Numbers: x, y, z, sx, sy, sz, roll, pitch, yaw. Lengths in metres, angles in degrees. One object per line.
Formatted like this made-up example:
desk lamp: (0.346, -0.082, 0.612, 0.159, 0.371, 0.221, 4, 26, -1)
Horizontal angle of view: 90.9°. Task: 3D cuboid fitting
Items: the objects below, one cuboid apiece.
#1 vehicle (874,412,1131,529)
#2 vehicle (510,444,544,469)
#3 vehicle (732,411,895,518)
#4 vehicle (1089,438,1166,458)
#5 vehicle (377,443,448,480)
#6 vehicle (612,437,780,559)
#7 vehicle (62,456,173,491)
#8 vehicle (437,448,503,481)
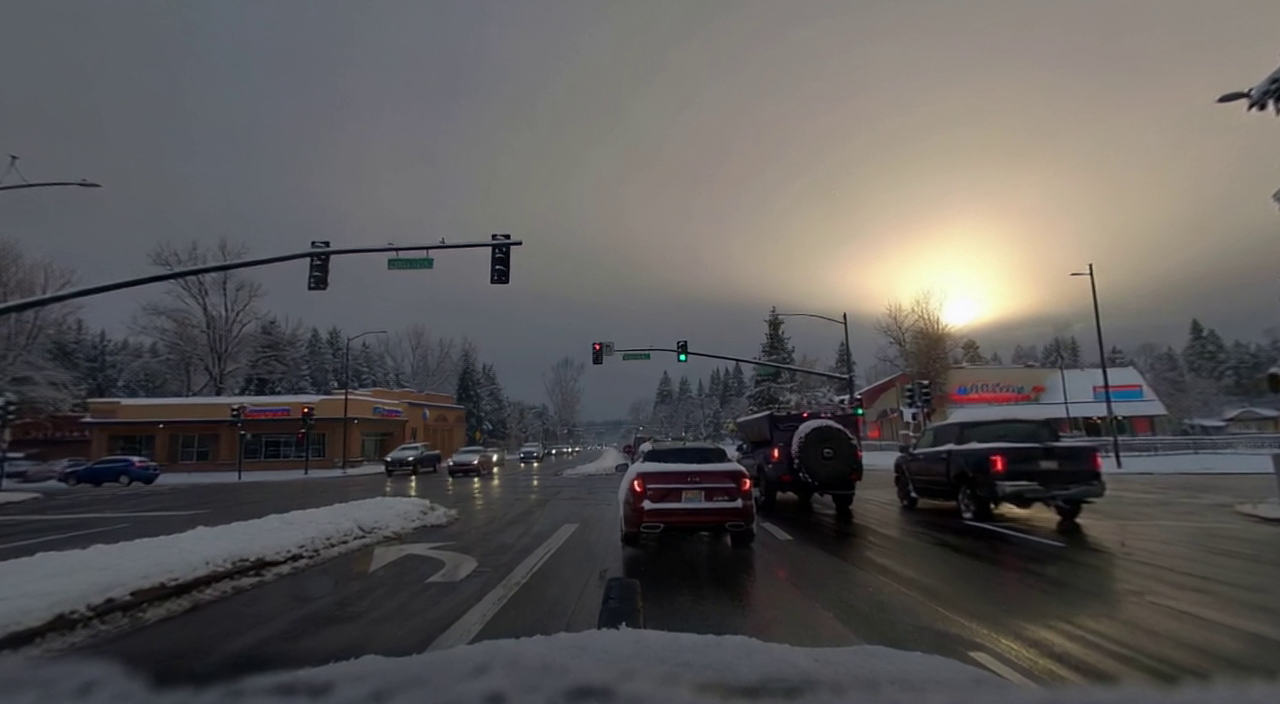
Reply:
vehicle: (7.287, 2.445, 13.650, 2.323, 2.009, 5.266, 0, -8, -1)
vehicle: (-8.491, 7.828, 47.653, 1.904, 1.789, 4.021, 0, -8, -1)
vehicle: (3.854, 2.626, 15.290, 2.358, 2.116, 5.328, 0, -8, -1)
vehicle: (36.333, 7.181, 47.074, 4.230, 1.449, 1.782, 0, -8, 2)
vehicle: (-12.066, 5.816, 33.793, 1.991, 1.844, 4.393, 0, -8, 2)
vehicle: (0.610, 2.053, 9.607, 2.038, 1.447, 3.756, 0, -8, -2)
vehicle: (-29.064, 6.734, 35.148, 4.789, 1.828, 2.025, -2, -8, 11)
vehicle: (-8.185, 5.438, 30.788, 2.002, 1.469, 4.301, 0, -8, 0)
